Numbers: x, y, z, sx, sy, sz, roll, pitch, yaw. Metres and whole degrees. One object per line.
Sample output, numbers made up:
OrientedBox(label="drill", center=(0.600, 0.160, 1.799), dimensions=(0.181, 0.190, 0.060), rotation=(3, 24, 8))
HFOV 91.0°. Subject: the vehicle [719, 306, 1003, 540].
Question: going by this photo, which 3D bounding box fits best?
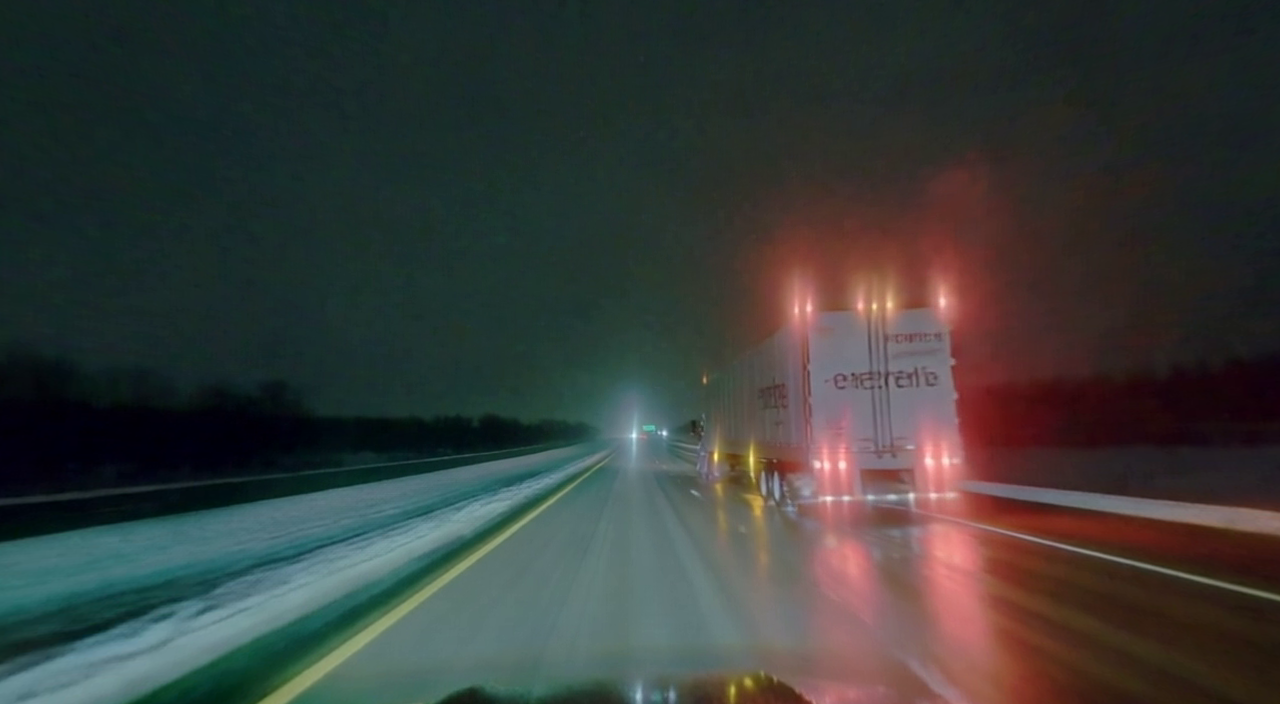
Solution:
OrientedBox(label="vehicle", center=(3.462, 1.435, 12.263), dimensions=(2.702, 3.193, 7.196), rotation=(0, -8, -1))
